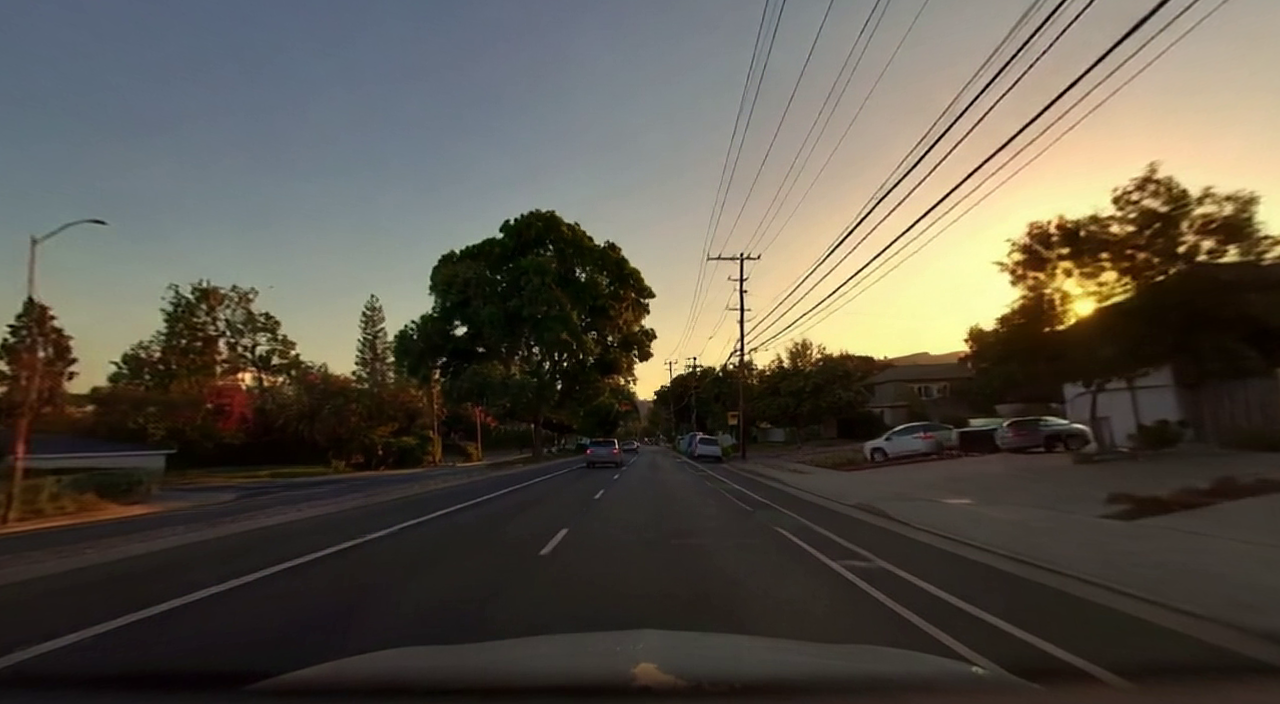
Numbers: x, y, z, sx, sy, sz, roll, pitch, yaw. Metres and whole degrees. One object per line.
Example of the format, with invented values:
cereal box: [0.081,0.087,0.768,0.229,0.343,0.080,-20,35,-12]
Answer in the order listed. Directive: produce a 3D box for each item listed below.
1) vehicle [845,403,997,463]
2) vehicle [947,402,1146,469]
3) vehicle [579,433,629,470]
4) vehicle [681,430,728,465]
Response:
vehicle: [11.359,3.329,25.792,5.042,1.803,2.134,-6,-9,0]
vehicle: [12.427,2.583,19.507,4.719,1.553,1.889,-5,-8,0]
vehicle: [-1.867,5.466,34.729,2.327,1.861,4.941,-1,-9,2]
vehicle: [4.324,6.503,43.075,2.622,2.137,6.267,1,-9,1]
